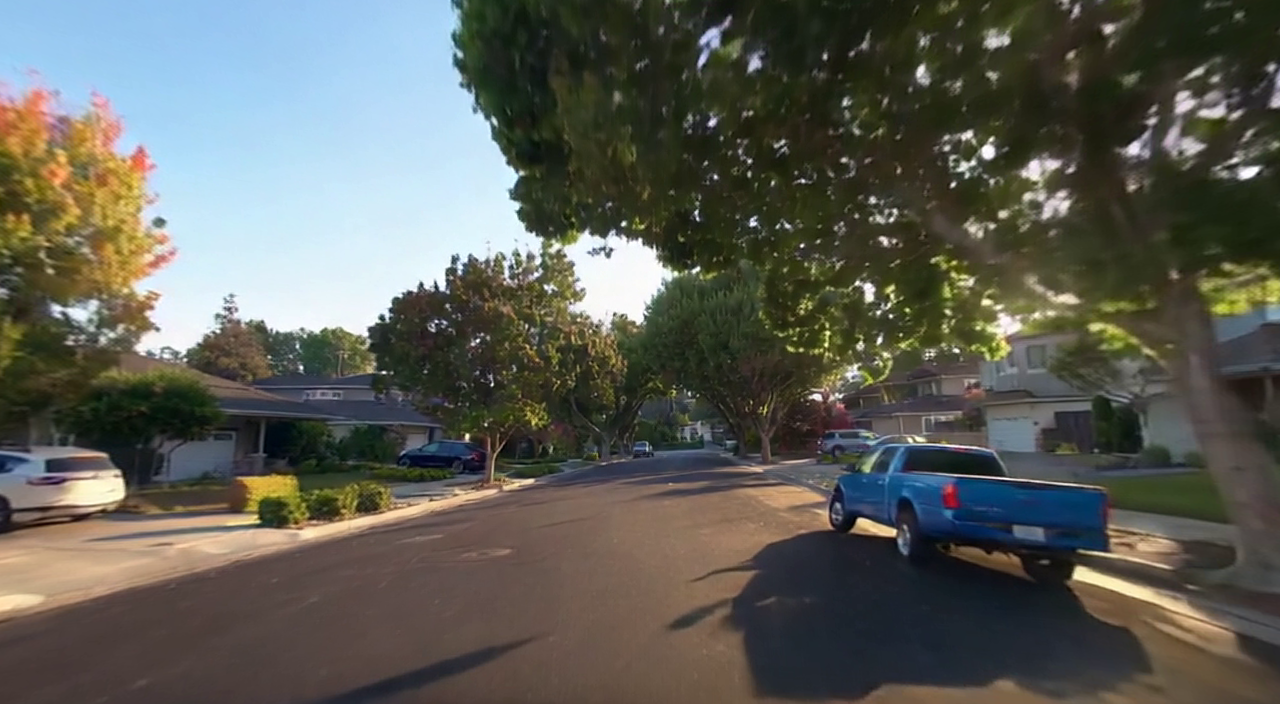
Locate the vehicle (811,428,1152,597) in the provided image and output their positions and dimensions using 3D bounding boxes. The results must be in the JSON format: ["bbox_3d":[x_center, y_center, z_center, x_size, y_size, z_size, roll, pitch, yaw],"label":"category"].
[{"bbox_3d":[3.649,1.751,7.842,2.006,1.494,4.211,0,-8,2],"label":"vehicle"}]
